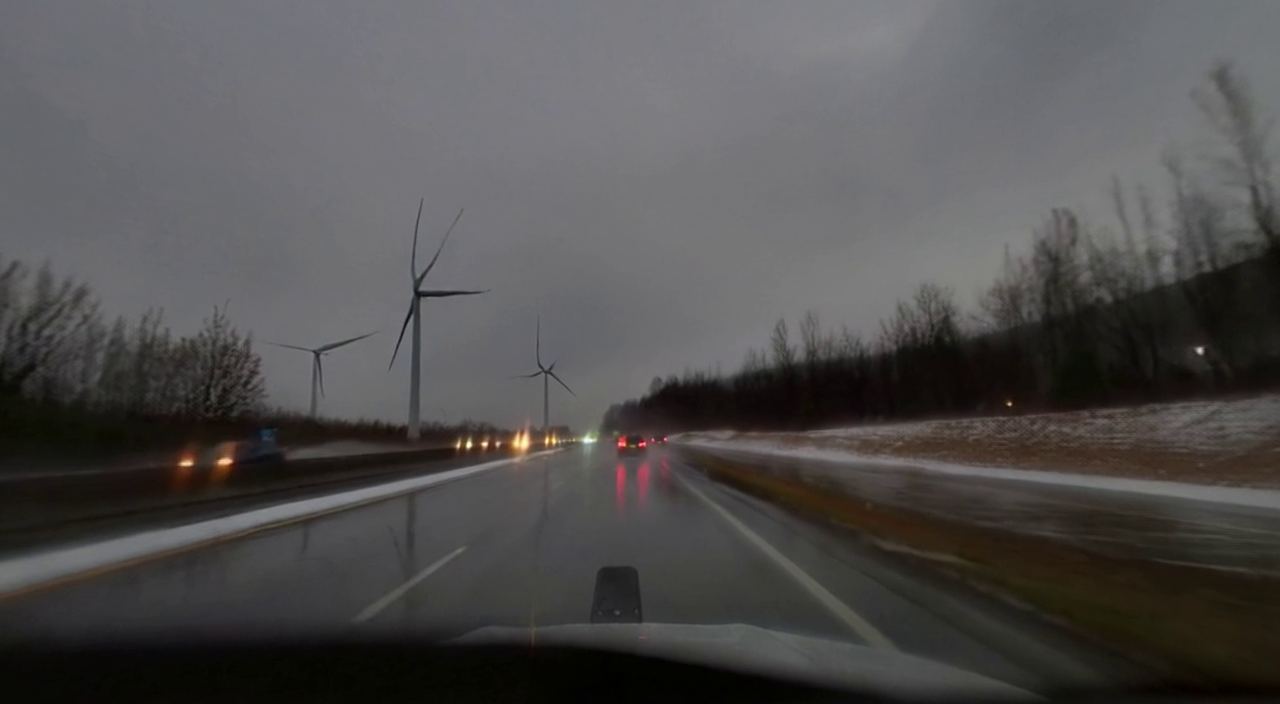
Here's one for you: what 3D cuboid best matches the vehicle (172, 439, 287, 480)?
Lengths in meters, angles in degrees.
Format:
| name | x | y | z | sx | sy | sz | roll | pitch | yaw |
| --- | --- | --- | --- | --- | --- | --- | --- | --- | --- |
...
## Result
| name | x | y | z | sx | sy | sz | roll | pitch | yaw |
| --- | --- | --- | --- | --- | --- | --- | --- | --- | --- |
| vehicle | -16.897 | 4.394 | 26.191 | 1.889 | 1.538 | 4.327 | 0 | -8 | -1 |

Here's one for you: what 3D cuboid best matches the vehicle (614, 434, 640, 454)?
| name | x | y | z | sx | sy | sz | roll | pitch | yaw |
| --- | --- | --- | --- | --- | --- | --- | --- | --- | --- |
| vehicle | -1.010 | 7.042 | 48.209 | 1.892 | 1.496 | 3.575 | 0 | -8 | -2 |
